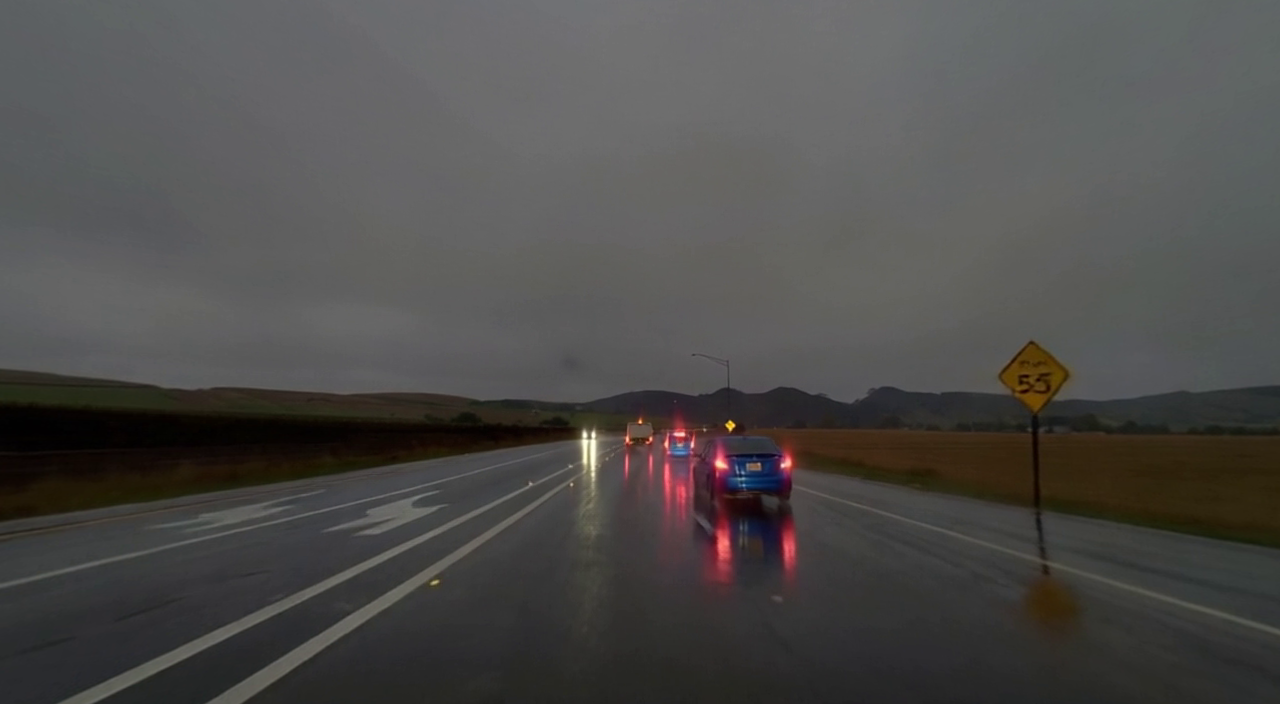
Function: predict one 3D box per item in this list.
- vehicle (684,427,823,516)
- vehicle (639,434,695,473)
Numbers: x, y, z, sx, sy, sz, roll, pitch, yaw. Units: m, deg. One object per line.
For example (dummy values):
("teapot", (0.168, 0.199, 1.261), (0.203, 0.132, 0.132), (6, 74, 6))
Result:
("vehicle", (2.133, 2.384, 13.079), (2.007, 1.534, 3.976), (0, -8, -2))
("vehicle", (1.067, 4.326, 27.135), (2.026, 1.531, 4.273), (0, -8, -3))
